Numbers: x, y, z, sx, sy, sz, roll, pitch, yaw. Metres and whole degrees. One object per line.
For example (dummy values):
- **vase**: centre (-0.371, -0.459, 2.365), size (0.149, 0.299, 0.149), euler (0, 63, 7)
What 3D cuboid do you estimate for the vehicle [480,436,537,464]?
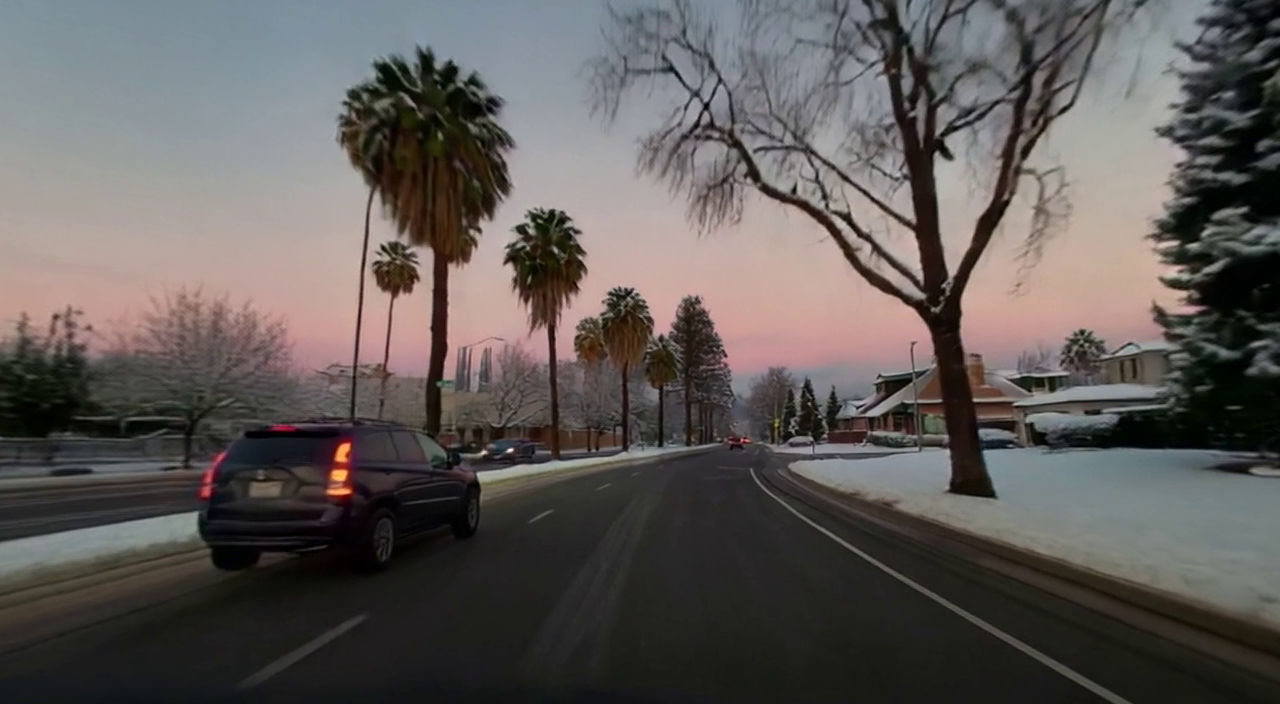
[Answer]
- **vehicle**: centre (-8.336, 6.278, 40.397), size (2.070, 1.644, 4.458), euler (-2, -8, 10)

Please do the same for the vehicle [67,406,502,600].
- **vehicle**: centre (-3.357, 1.535, 7.391), size (2.075, 1.498, 4.730), euler (-1, -8, 5)
